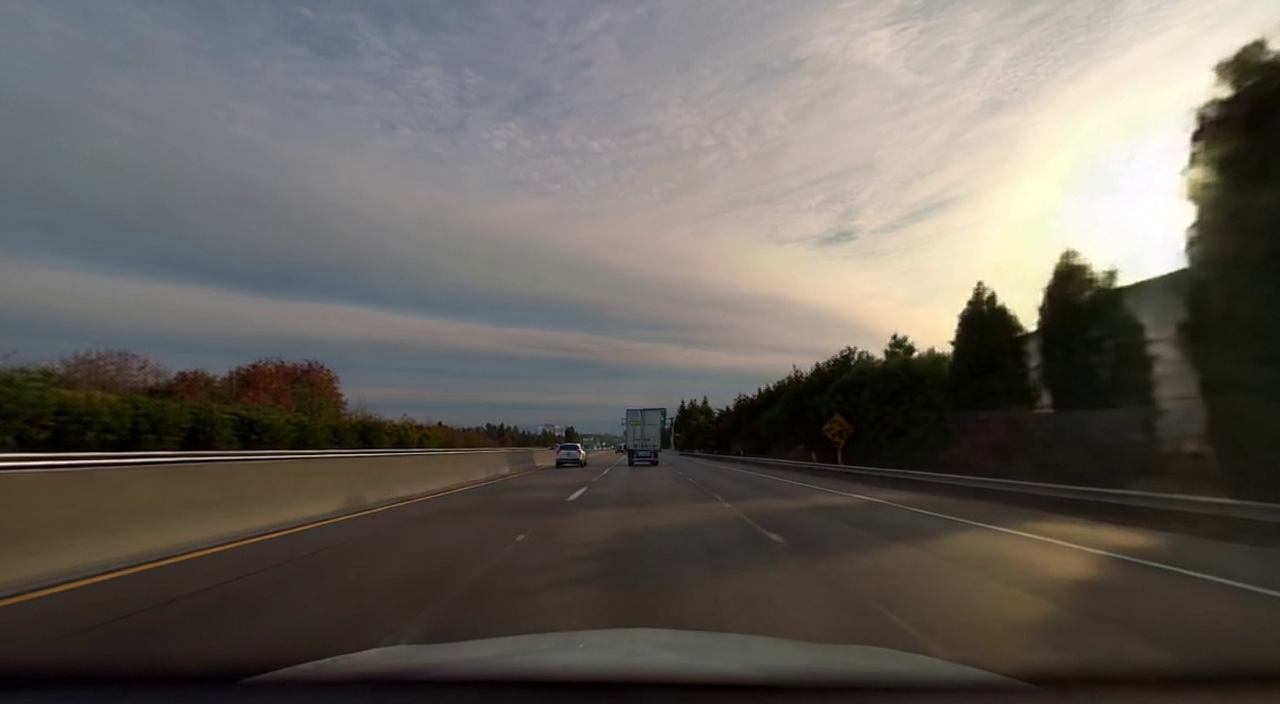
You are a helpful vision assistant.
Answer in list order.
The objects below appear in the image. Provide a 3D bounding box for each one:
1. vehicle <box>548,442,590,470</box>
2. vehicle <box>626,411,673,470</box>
[{"bbox_3d":[-4.333,6.439,39.119,2.079,1.656,3.965,0,-9,0],"label":"vehicle"},{"bbox_3d":[0.499,6.189,43.597,2.893,3.628,9.081,0,-9,-1],"label":"vehicle"}]
